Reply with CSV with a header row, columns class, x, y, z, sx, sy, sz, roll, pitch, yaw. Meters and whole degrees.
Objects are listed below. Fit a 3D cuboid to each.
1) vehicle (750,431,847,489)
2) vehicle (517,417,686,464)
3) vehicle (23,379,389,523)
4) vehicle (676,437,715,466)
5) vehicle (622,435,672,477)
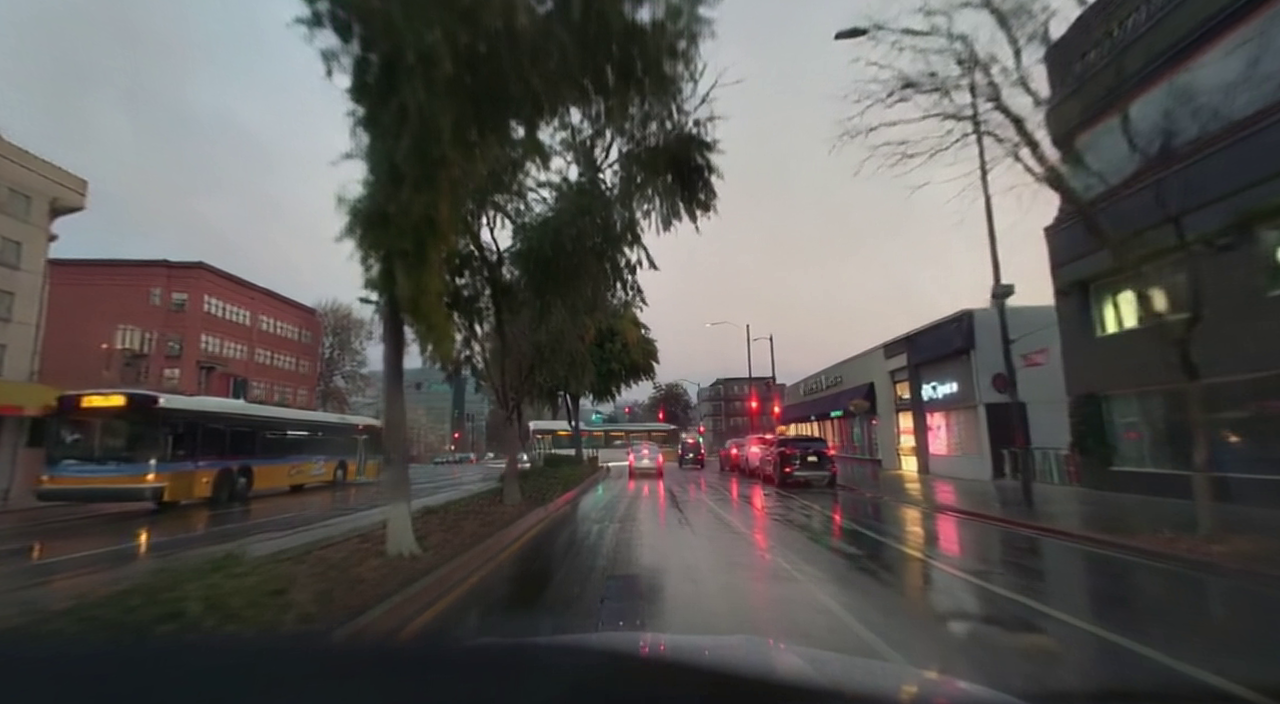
class,x,y,z,sx,sy,sz,roll,pitch,yaw
vehicle,5.065,3.513,20.763,2.014,1.681,4.332,0,-9,-1
vehicle,-2.921,7.023,49.950,12.978,3.538,3.117,0,-9,5
vehicle,-12.748,3.267,21.192,3.356,3.365,12.460,0,-9,1
vehicle,3.350,6.091,38.741,2.222,1.688,3.952,0,-9,3
vehicle,0.240,4.699,28.619,2.089,1.699,4.650,1,-9,-2
